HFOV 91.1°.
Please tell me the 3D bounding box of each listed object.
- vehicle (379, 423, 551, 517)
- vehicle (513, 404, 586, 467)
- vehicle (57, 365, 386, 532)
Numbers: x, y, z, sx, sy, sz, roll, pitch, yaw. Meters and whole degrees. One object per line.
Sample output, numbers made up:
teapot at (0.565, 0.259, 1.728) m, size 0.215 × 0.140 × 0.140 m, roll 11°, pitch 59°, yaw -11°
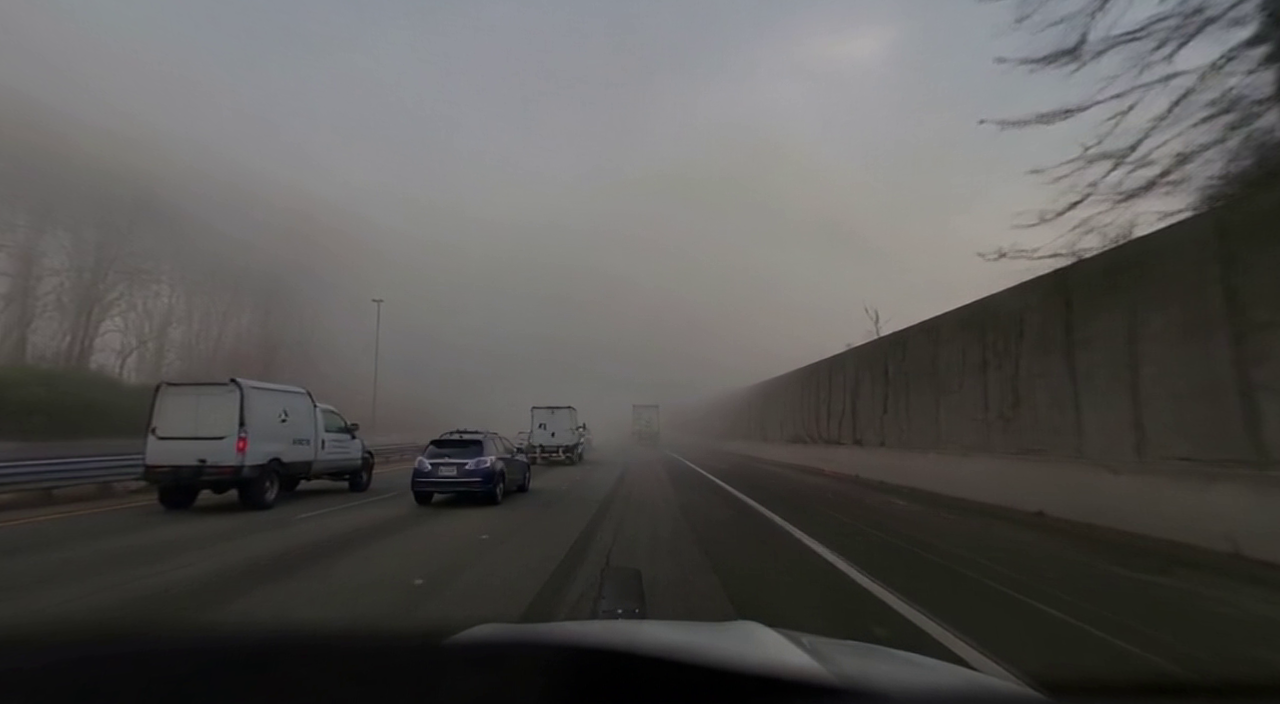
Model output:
vehicle at (-3.108, 2.174, 12.221) m, size 2.089 × 1.485 × 4.153 m, roll 0°, pitch -8°, yaw 1°
vehicle at (-3.859, 3.721, 27.947) m, size 2.427 × 2.514 × 5.159 m, roll 0°, pitch -8°, yaw 0°
vehicle at (-7.311, 1.792, 12.174) m, size 2.386 × 2.435 × 5.831 m, roll 0°, pitch -8°, yaw -1°
